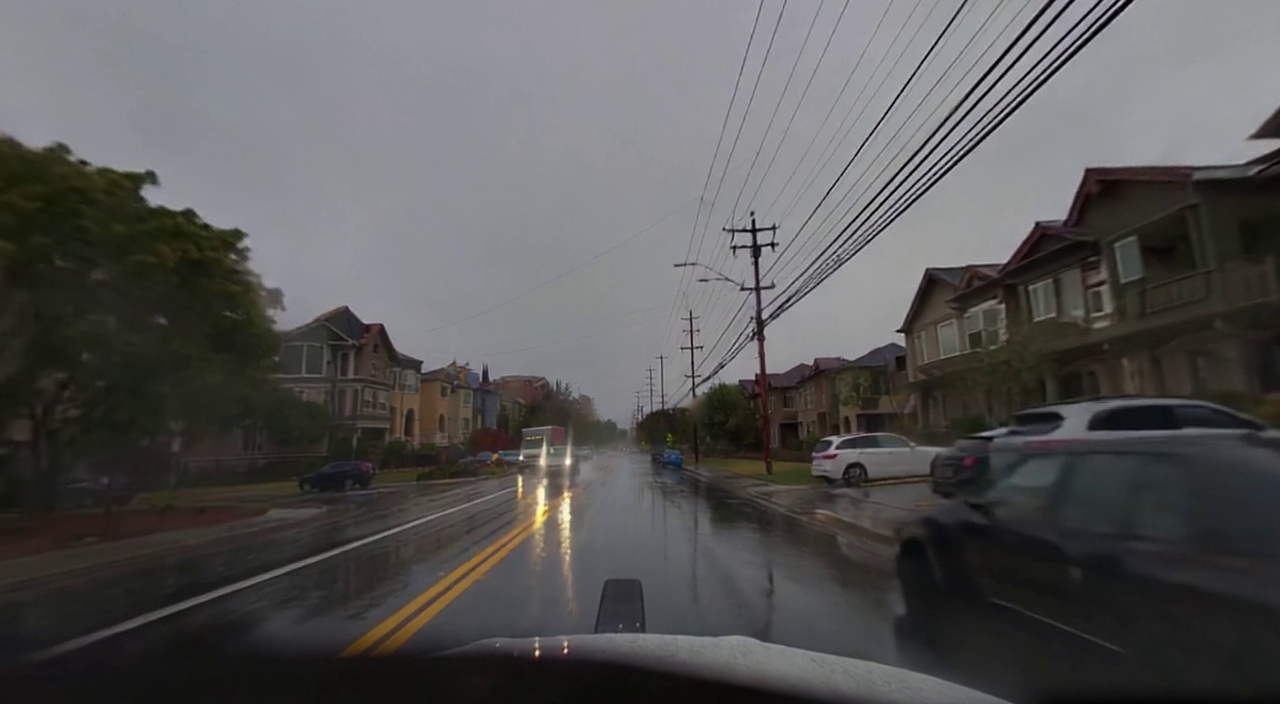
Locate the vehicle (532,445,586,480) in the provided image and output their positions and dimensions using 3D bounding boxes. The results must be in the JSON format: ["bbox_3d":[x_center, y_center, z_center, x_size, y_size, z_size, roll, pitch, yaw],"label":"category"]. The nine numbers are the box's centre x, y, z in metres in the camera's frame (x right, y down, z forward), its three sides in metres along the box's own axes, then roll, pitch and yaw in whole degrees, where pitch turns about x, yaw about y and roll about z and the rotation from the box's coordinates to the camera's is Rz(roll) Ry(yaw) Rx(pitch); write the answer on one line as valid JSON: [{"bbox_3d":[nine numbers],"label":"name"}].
[{"bbox_3d":[-3.704,5.123,29.633,1.912,1.491,4.375,0,-9,1],"label":"vehicle"}]

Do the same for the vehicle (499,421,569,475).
[{"bbox_3d":[-6.884,6.375,42.129,3.197,3.187,7.847,-2,-8,1],"label":"vehicle"}]

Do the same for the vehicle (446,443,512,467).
[{"bbox_3d":[-11.875,7.635,46.852,4.311,1.751,2.045,0,-9,0],"label":"vehicle"}]

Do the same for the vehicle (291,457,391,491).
[{"bbox_3d":[-15.387,6.277,32.738,4.204,1.626,1.874,1,-9,-6],"label":"vehicle"}]

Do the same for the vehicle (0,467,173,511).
[{"bbox_3d":[-21.501,5.294,24.628,4.913,1.559,1.927,0,-9,-2],"label":"vehicle"}]

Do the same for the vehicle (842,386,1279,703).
[{"bbox_3d":[3.002,1.189,3.939,1.879,1.582,4.250,0,-9,-3],"label":"vehicle"}]
